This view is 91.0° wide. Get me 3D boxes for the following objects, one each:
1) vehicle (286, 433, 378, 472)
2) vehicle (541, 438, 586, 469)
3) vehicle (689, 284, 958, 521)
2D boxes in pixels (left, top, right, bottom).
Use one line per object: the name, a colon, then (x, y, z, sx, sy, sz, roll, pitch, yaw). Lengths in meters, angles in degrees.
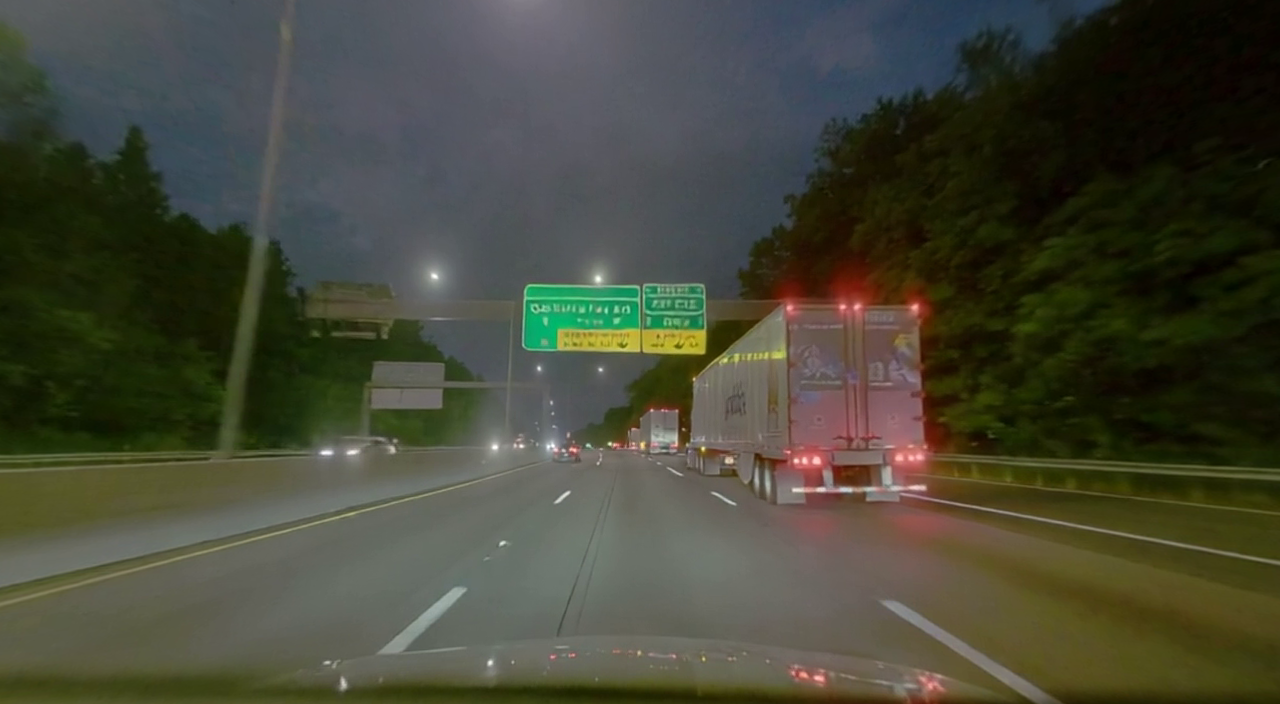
vehicle: (-12.381, 4.052, 25.560, 1.908, 1.442, 3.757, 0, -8, -2)
vehicle: (-4.352, 5.809, 36.293, 2.206, 1.644, 4.027, 0, -8, -2)
vehicle: (3.605, 1.740, 17.273, 2.948, 4.045, 13.051, 0, -8, -2)
